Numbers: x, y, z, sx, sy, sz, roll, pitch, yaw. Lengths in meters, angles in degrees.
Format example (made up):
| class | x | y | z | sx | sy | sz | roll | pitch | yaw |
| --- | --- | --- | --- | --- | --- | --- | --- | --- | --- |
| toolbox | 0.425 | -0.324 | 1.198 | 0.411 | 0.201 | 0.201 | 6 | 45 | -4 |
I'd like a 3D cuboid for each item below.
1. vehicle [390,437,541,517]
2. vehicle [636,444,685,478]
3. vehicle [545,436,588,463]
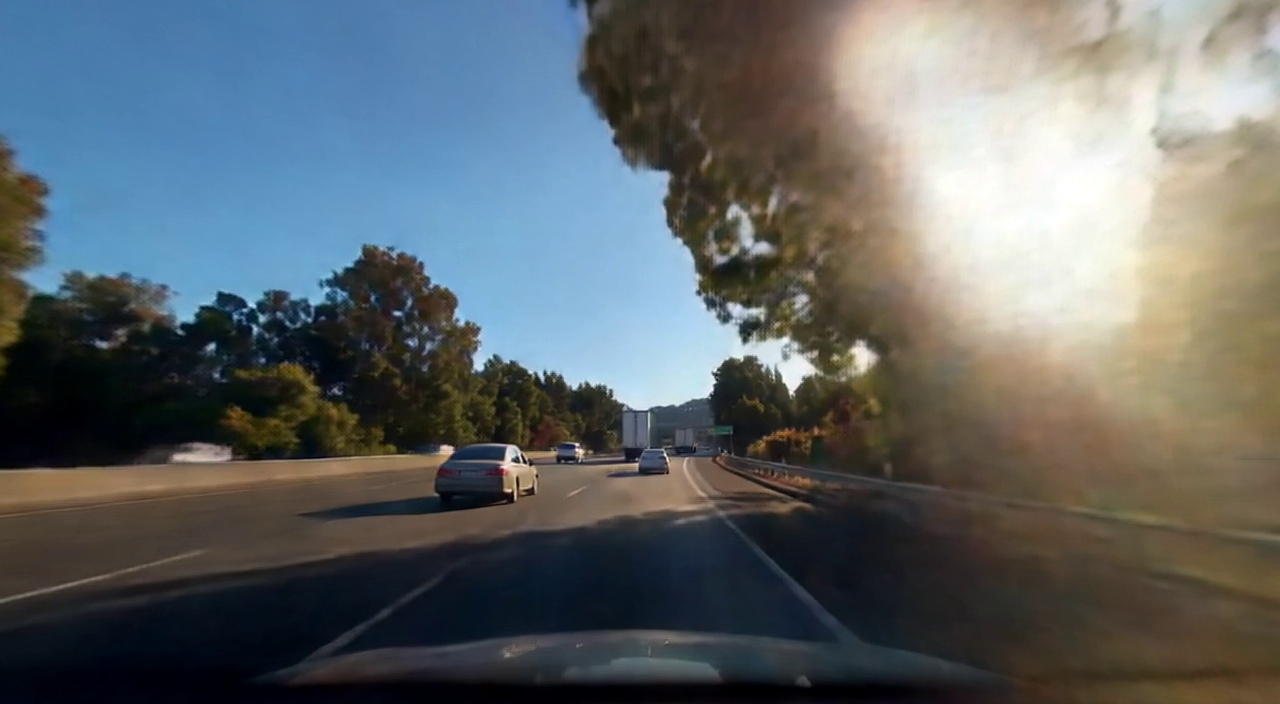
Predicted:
| class | x | y | z | sx | sy | sz | roll | pitch | yaw |
| --- | --- | --- | --- | --- | --- | --- | --- | --- | --- |
| vehicle | -3.656 | 2.697 | 14.207 | 1.916 | 1.486 | 4.631 | 0 | -9 | 2 |
| vehicle | 0.903 | 4.697 | 27.384 | 1.984 | 1.365 | 3.767 | 0 | -9 | 2 |
| vehicle | -5.315 | 7.120 | 46.209 | 2.142 | 1.833 | 4.854 | -1 | -9 | 5 |
